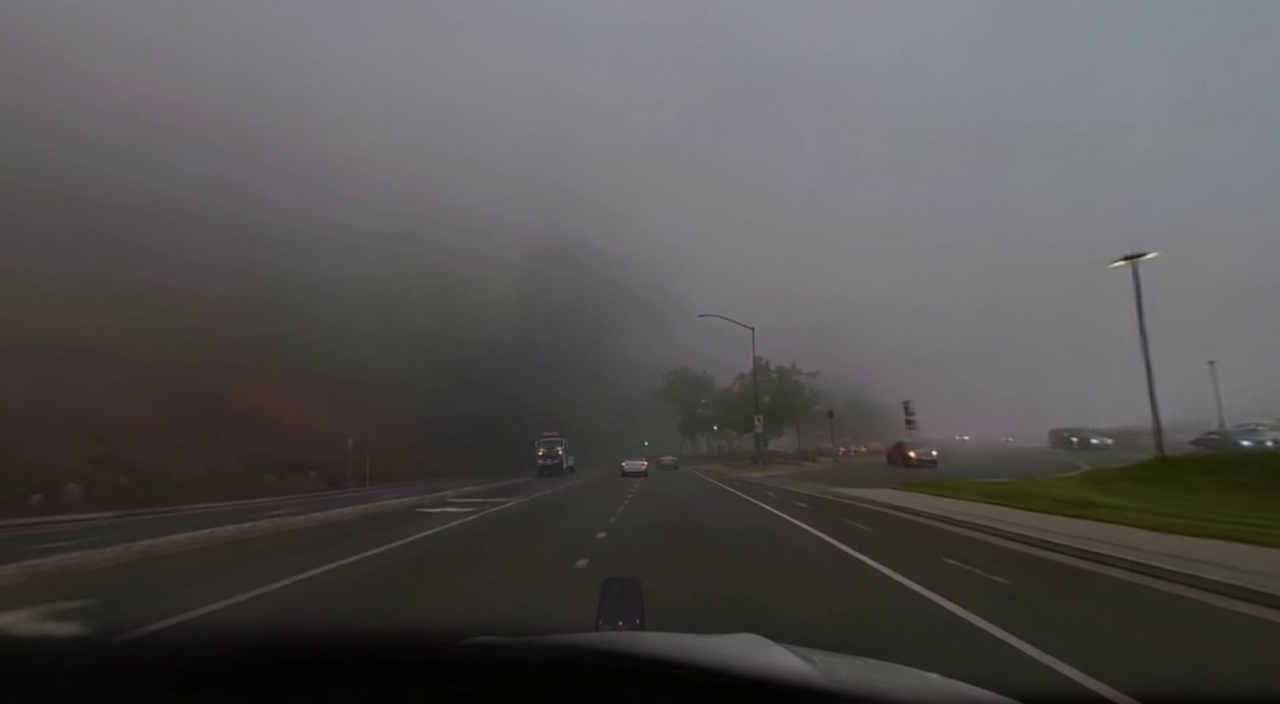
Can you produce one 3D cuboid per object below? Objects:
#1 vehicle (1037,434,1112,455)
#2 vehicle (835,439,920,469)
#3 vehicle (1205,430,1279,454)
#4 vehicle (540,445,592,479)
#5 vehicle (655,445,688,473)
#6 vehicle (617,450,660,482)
[{"bbox_3d":[31.492,6.693,45.849,4.202,1.432,1.934,1,-9,-9],"label":"vehicle"},{"bbox_3d":[17.442,7.556,47.421,2.618,1.565,11.353,-4,-7,3],"label":"vehicle"},{"bbox_3d":[39.463,5.796,40.536,1.810,1.442,4.420,1,-9,-10],"label":"vehicle"},{"bbox_3d":[-4.485,6.754,39.277,2.298,1.905,5.777,-1,-9,2],"label":"vehicle"},{"bbox_3d":[2.085,7.074,41.948,2.046,1.768,4.370,-1,-9,2],"label":"vehicle"},{"bbox_3d":[-0.081,5.436,30.372,1.917,1.418,3.987,-1,-9,0],"label":"vehicle"}]
